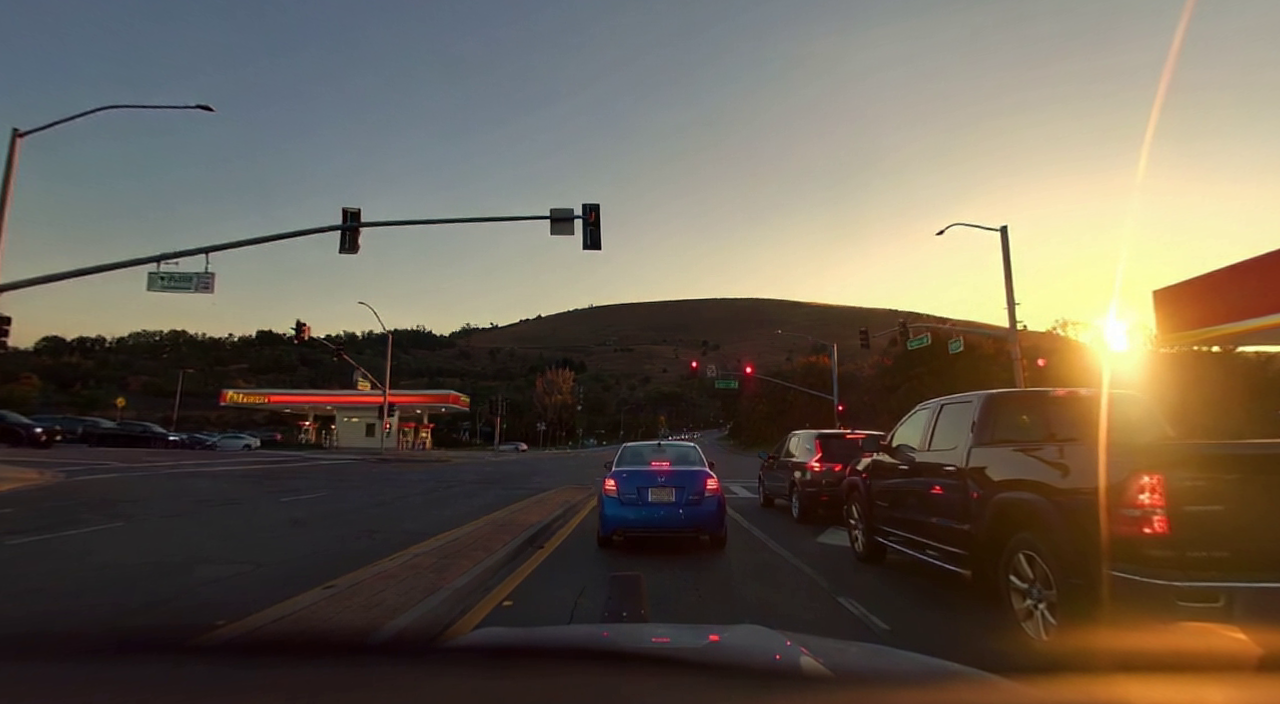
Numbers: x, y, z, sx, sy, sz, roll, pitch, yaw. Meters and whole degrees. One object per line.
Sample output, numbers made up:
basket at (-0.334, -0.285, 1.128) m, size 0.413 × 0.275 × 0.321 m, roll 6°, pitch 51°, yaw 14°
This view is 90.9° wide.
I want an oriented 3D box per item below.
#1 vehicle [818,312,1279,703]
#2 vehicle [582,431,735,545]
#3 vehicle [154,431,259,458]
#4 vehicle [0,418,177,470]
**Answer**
vehicle at (3.547, 1.210, 5.422) m, size 2.277 × 1.871 × 6.143 m, roll 0°, pitch -8°, yaw 0°
vehicle at (0.244, 2.103, 10.384) m, size 2.027 × 1.494 × 3.824 m, roll 0°, pitch -8°, yaw 0°
vehicle at (-23.164, 4.966, 33.782) m, size 4.326 × 1.420 × 1.798 m, roll -1°, pitch -8°, yaw 4°
vehicle at (-19.707, 3.292, 22.522) m, size 4.742 × 1.720 × 2.107 m, roll -1°, pitch -8°, yaw 5°
